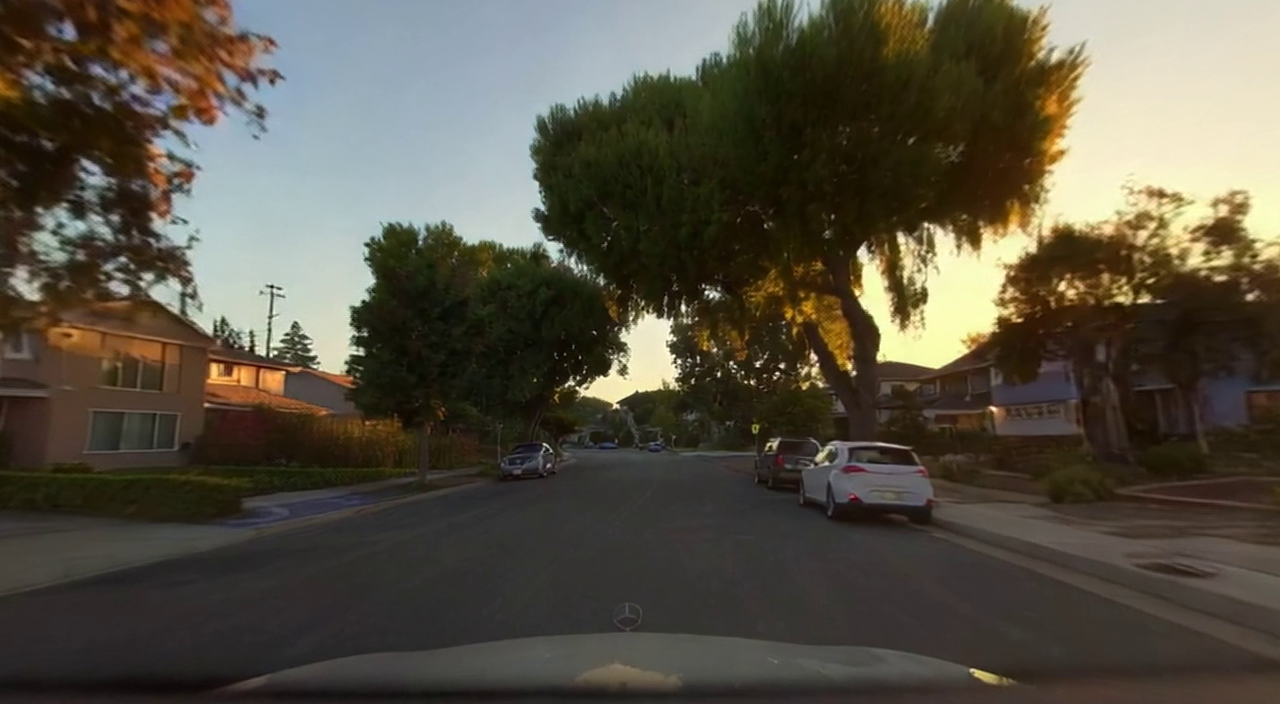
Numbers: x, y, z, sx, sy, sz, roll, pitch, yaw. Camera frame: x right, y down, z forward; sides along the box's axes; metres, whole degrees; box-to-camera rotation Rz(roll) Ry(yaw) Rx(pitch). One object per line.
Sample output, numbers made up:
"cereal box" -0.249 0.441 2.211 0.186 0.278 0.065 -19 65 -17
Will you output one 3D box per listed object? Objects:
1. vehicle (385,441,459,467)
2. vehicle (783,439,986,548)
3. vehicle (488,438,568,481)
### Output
"vehicle" -16.758 7.872 48.397 4.879 1.867 2.234 1 -8 -4
"vehicle" 3.829 2.234 10.895 2.088 1.429 4.796 -1 -8 7
"vehicle" -4.561 4.529 26.286 1.943 1.433 4.717 -6 -11 6
